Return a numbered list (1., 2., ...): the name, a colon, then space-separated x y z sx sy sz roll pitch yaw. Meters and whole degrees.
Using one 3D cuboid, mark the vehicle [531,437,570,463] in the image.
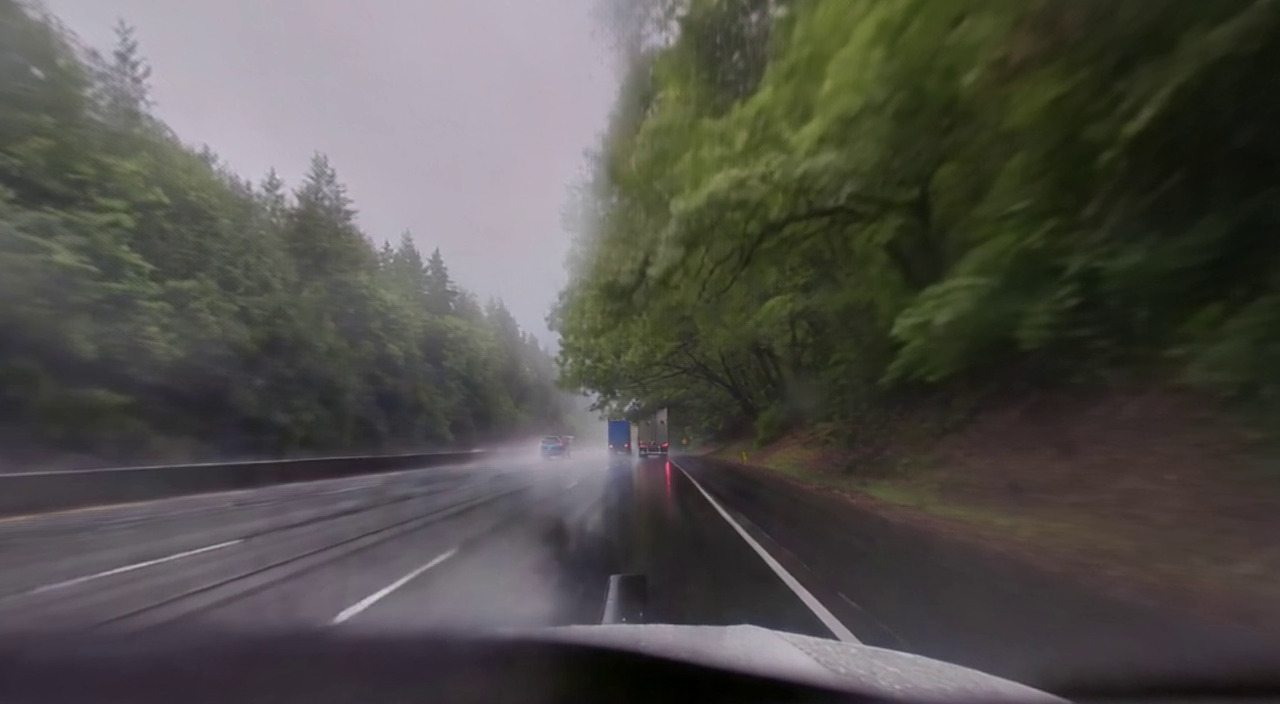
1. vehicle: -6.779 7.512 48.312 2.149 1.884 4.627 0 -8 2
